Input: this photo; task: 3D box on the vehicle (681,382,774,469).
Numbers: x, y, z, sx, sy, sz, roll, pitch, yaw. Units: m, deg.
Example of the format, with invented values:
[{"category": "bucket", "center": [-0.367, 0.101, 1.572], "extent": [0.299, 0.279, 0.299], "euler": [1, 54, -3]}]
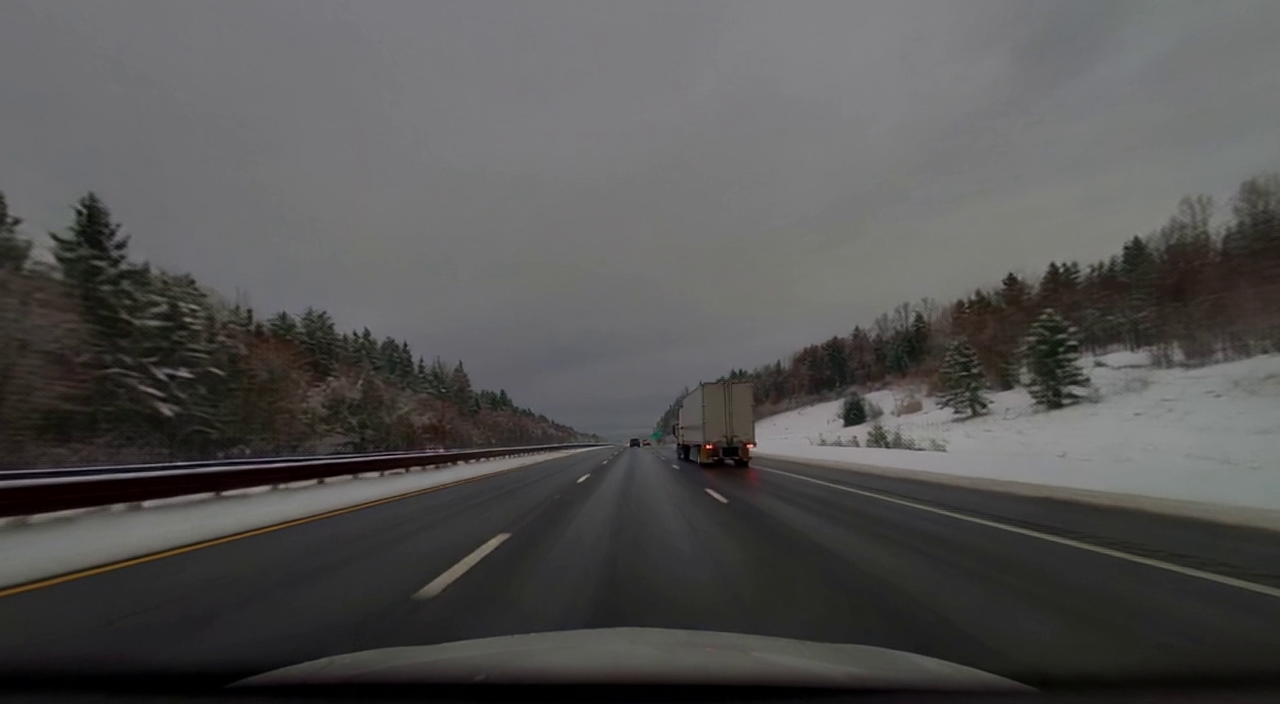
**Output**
[{"category": "vehicle", "center": [4.207, 3.912, 32.648], "extent": [3.348, 3.847, 8.908], "euler": [0, -8, -1]}]
